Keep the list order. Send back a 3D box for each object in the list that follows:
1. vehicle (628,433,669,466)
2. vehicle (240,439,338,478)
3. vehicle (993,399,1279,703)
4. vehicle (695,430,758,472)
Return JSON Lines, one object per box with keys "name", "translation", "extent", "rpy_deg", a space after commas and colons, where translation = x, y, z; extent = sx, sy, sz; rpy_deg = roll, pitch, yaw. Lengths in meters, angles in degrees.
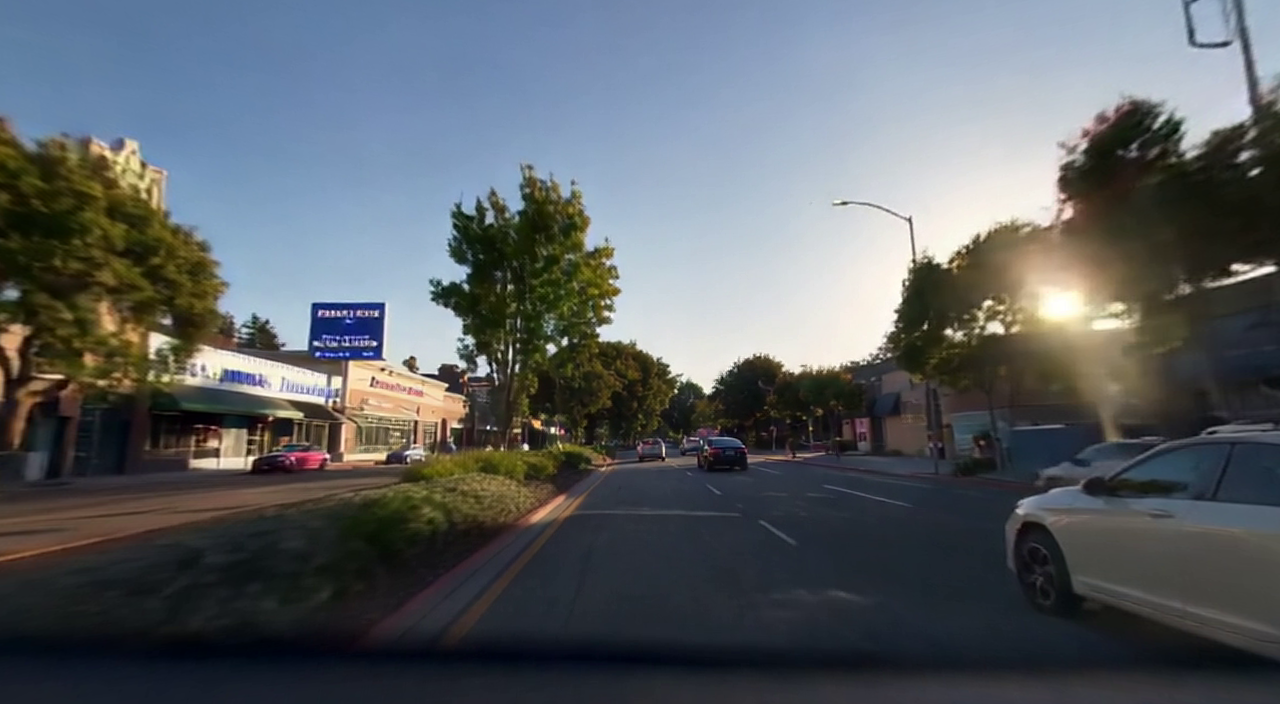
{"name": "vehicle", "translation": [0.408, 5.317, 34.378], "extent": [2.098, 1.682, 3.778], "rpy_deg": [0, -9, 0]}
{"name": "vehicle", "translation": [-18.943, 5.753, 34.236], "extent": [2.488, 1.752, 4.991], "rpy_deg": [-3, -7, 1]}
{"name": "vehicle", "translation": [3.894, 0.952, 2.868], "extent": [1.908, 1.463, 4.506], "rpy_deg": [0, -9, 0]}
{"name": "vehicle", "translation": [3.716, 4.383, 27.793], "extent": [2.115, 1.692, 4.189], "rpy_deg": [0, -9, -1]}
